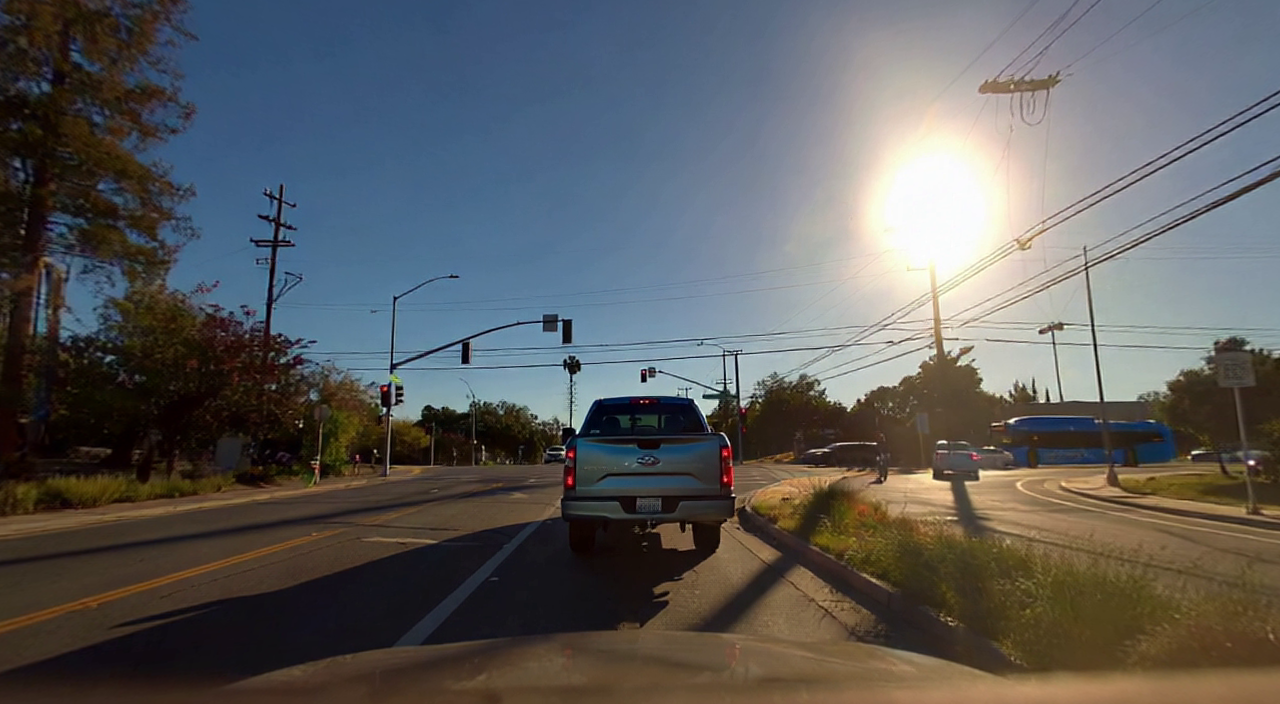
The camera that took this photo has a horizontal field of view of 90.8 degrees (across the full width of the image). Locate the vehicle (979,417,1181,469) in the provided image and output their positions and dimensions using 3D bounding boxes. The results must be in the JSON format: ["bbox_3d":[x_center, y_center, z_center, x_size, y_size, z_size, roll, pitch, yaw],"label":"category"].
[{"bbox_3d":[28.515,5.949,41.312,10.726,3.128,3.003,-1,-8,1],"label":"vehicle"}]

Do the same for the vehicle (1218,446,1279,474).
[{"bbox_3d":[41.431,7.013,41.260,5.426,1.728,1.999,0,-8,-2],"label":"vehicle"}]

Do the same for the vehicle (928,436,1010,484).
[{"bbox_3d":[11.675,3.740,22.244,2.060,1.496,4.520,-6,-10,32],"label":"vehicle"}]

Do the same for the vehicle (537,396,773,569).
[{"bbox_3d":[0.126,1.905,10.112,2.707,1.964,5.485,0,-8,-1],"label":"vehicle"}]

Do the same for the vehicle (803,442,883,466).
[{"bbox_3d":[13.202,6.668,41.324,4.578,1.490,1.935,-1,-8,1],"label":"vehicle"}]
